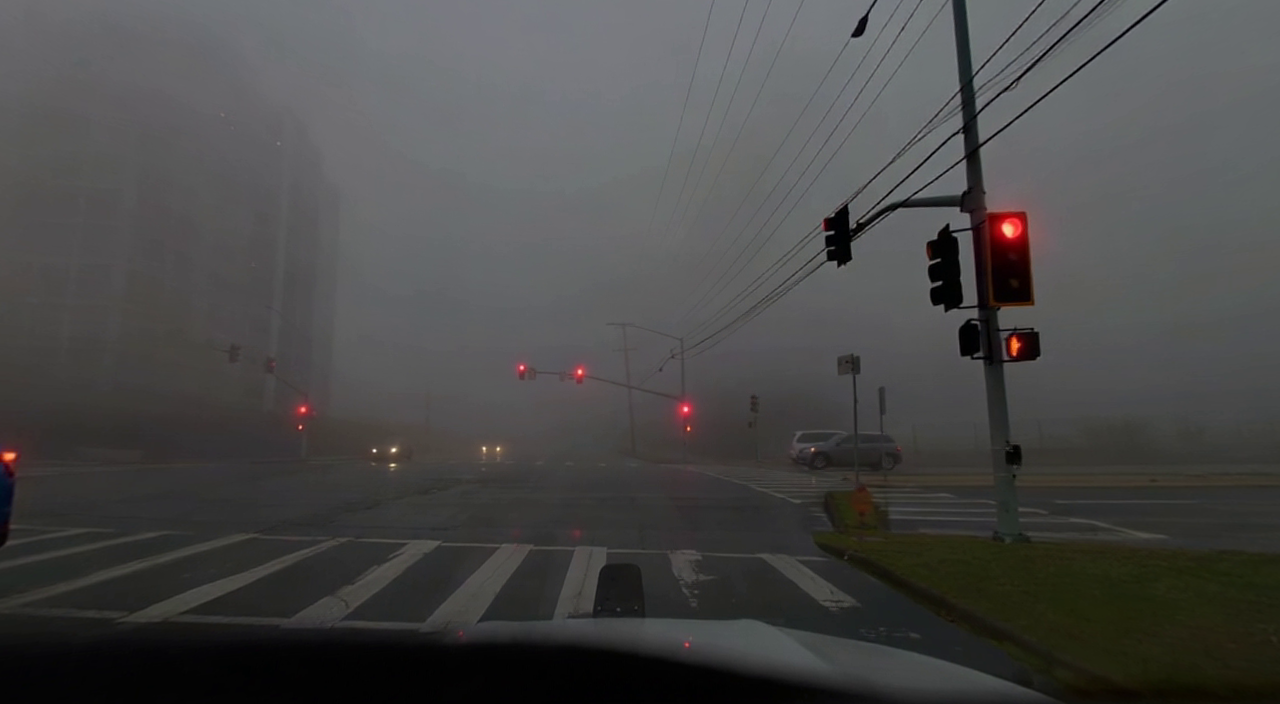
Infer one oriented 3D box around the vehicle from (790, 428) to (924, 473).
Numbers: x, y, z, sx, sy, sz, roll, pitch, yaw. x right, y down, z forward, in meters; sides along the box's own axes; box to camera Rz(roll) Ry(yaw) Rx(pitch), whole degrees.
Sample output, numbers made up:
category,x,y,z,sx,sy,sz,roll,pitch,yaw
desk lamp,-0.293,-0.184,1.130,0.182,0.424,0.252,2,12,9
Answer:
category,x,y,z,sx,sy,sz,roll,pitch,yaw
vehicle,8.701,4.023,25.719,4.884,1.714,2.021,-2,-9,12
